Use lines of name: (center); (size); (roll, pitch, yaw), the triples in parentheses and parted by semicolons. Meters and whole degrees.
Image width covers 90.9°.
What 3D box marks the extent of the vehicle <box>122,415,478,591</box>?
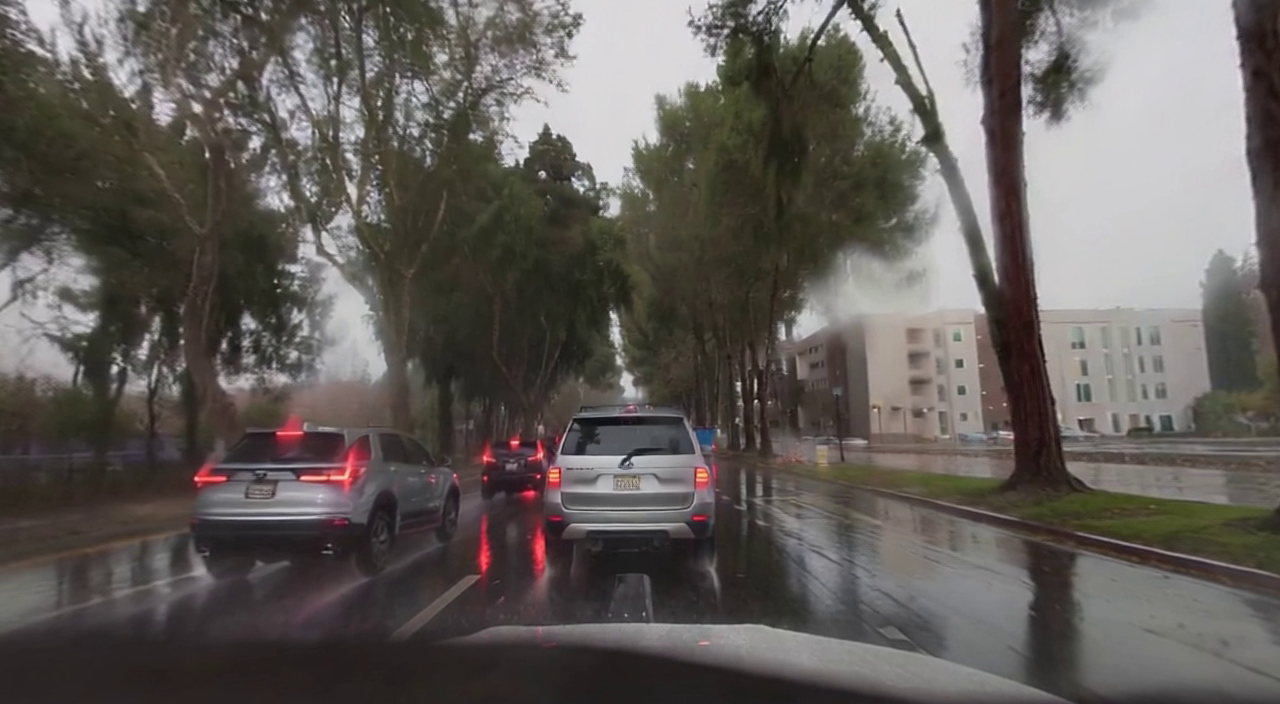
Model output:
vehicle: (-3.771, 1.743, 8.248); (1.959, 1.614, 4.676); (0, -8, 1)

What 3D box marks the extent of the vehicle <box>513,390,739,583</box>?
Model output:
vehicle: (-0.115, 1.539, 7.896); (2.075, 1.770, 4.018); (0, -8, 0)
